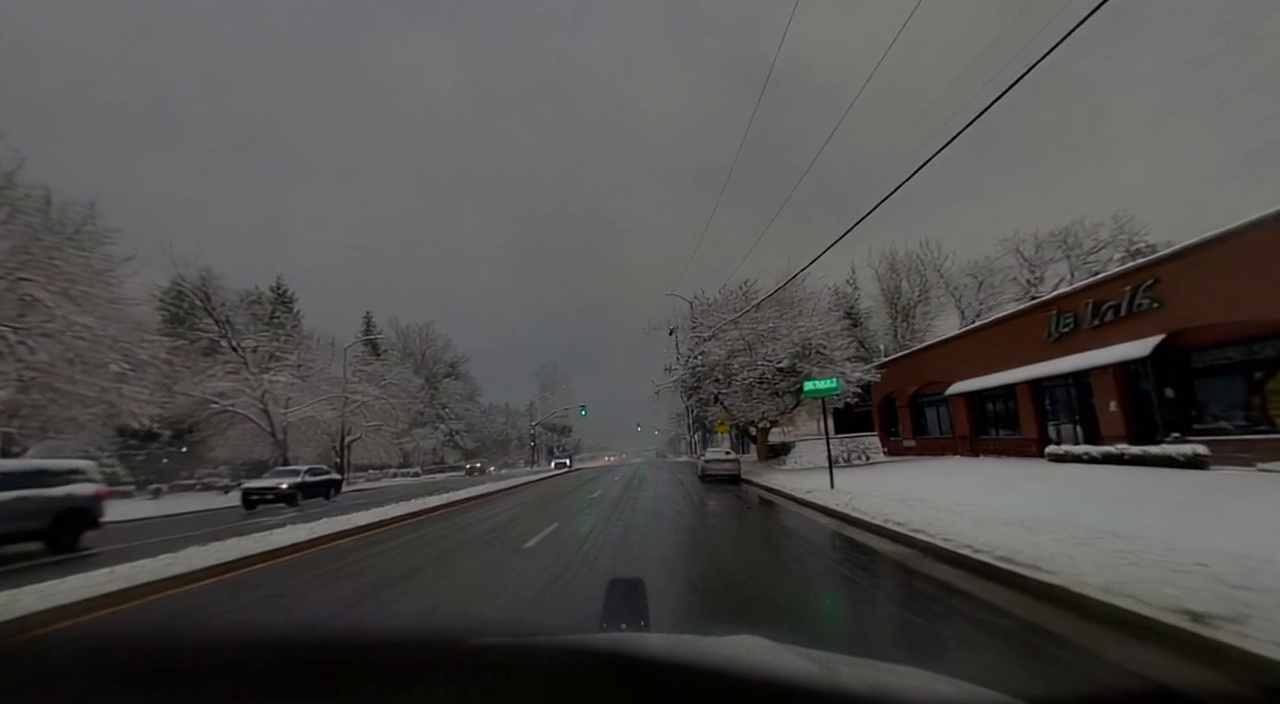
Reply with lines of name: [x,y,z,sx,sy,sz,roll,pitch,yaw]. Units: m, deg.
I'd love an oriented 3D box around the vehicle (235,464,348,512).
vehicle: [-14.163,5.508,25.992,1.915,1.505,4.726,-5,-9,2]

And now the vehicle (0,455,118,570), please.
vehicle: [-11.317,2.553,9.865,2.079,1.812,4.757,0,-9,2]

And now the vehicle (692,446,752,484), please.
vehicle: [3.575,5.001,28.194,2.041,1.523,4.281,0,-9,-1]
